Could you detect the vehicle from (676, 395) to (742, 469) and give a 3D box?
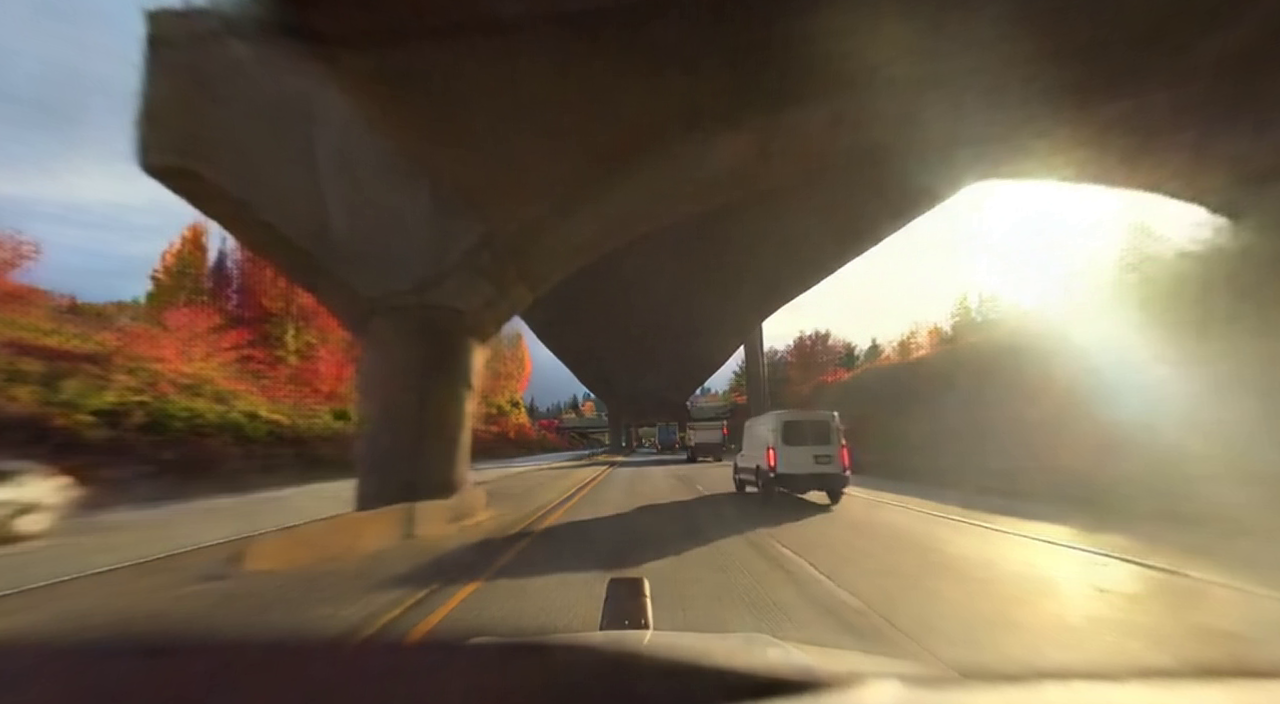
[{"bbox_3d":[4.427,5.768,44.341,3.208,4.202,15.777,0,-8,1],"label":"vehicle"}]

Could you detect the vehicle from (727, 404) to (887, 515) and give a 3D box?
[{"bbox_3d":[3.569,2.439,14.698,2.291,2.112,5.052,0,-8,0],"label":"vehicle"}]
